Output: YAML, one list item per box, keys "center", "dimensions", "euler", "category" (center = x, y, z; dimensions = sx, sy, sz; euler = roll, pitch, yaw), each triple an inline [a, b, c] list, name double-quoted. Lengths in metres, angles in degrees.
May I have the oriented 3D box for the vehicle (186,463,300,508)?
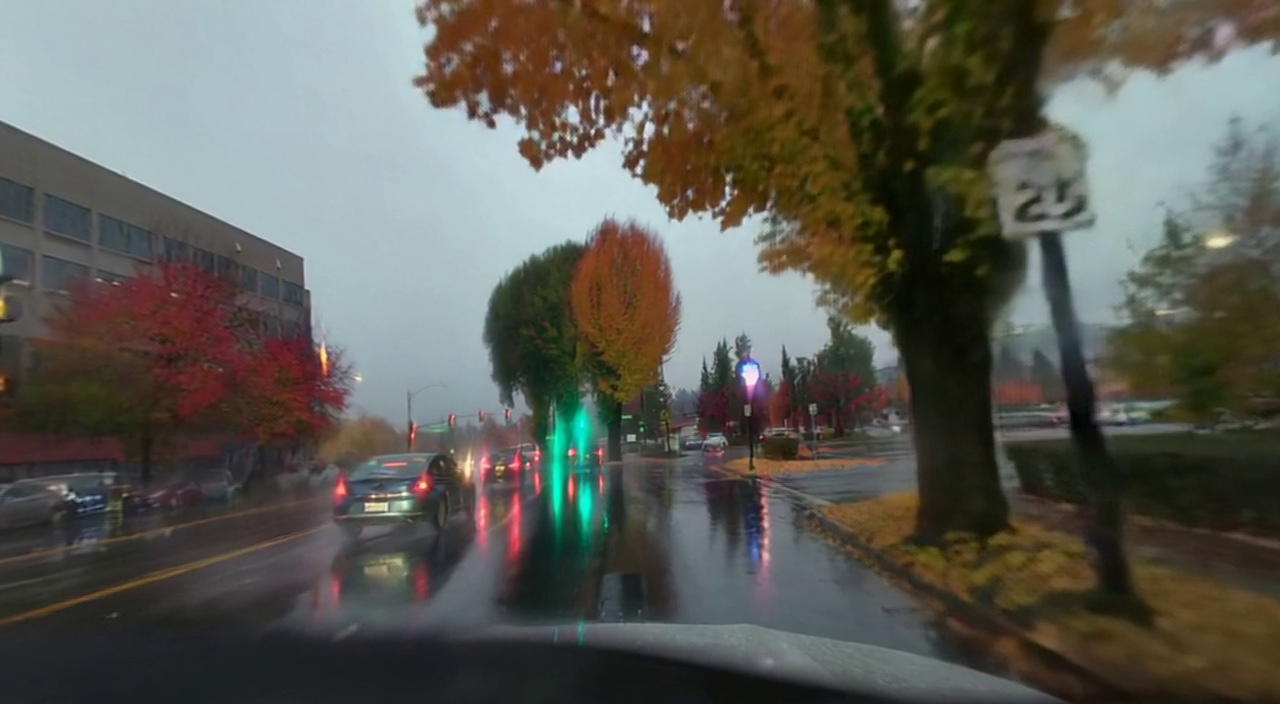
- center: [-16.210, 5.452, 26.037]
  dimensions: [2.010, 1.530, 4.534]
  euler: [1, -9, -4]
  category: "vehicle"

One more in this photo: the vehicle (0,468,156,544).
- center: [-15.786, 3.969, 16.810]
  dimensions: [1.968, 1.574, 4.683]
  euler: [0, -9, 0]
  category: "vehicle"

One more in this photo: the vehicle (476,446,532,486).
- center: [-5.796, 4.891, 27.360]
  dimensions: [1.974, 1.549, 4.603]
  euler: [2, -9, -7]
  category: "vehicle"

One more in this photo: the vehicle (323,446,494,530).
- center: [-4.846, 2.889, 14.202]
  dimensions: [2.090, 1.506, 5.326]
  euler: [1, -9, -3]
  category: "vehicle"

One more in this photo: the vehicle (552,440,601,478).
- center: [-3.172, 5.201, 30.876]
  dimensions: [2.144, 1.704, 4.028]
  euler: [2, -9, -8]
  category: "vehicle"
